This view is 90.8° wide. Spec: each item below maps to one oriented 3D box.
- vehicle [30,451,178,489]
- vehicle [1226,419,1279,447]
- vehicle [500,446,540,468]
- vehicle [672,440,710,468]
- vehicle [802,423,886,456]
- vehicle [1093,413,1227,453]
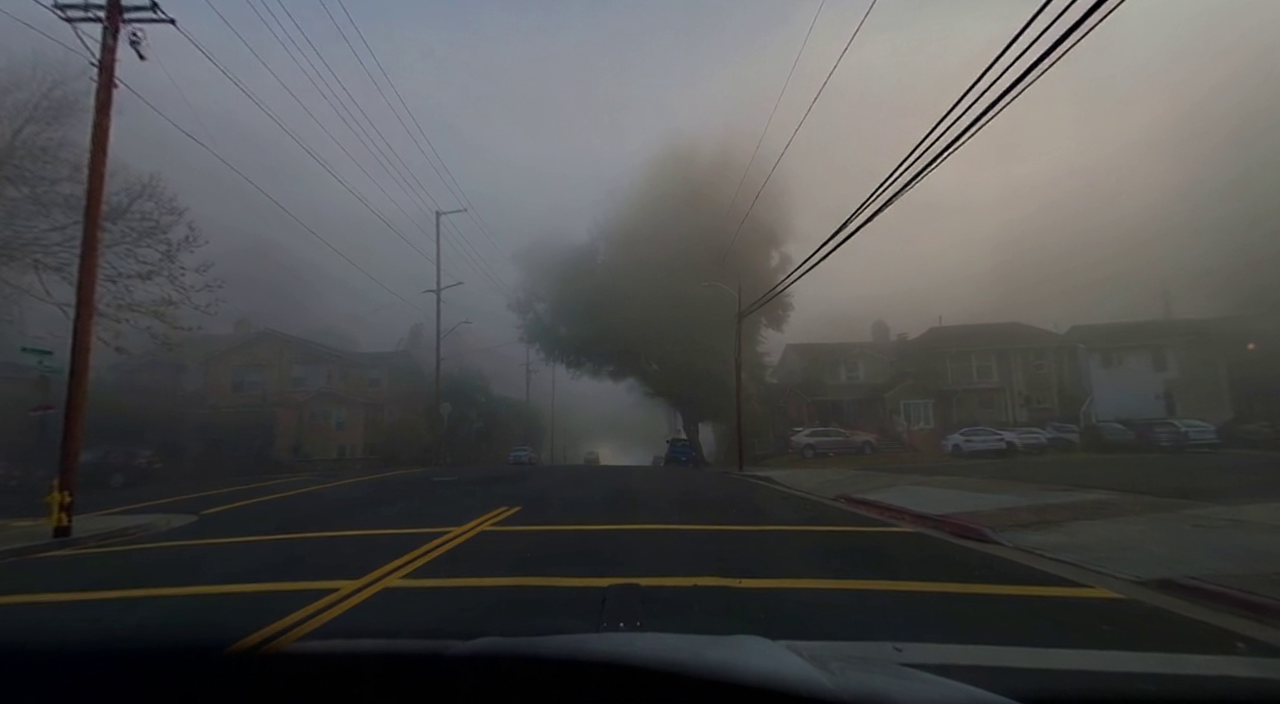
[{"bbox_3d":[-22.298,4.912,26.397,4.424,1.486,1.814,0,-8,-2],"label":"vehicle"},{"bbox_3d":[33.077,4.297,33.357,3.433,1.389,1.683,3,-8,-22],"label":"vehicle"},{"bbox_3d":[-8.542,7.471,45.199,2.066,1.472,4.353,0,-8,-1],"label":"vehicle"},{"bbox_3d":[3.246,6.619,41.161,1.993,1.755,4.256,0,-8,-2],"label":"vehicle"},{"bbox_3d":[11.176,4.792,34.495,4.509,1.664,1.981,6,-10,-35],"label":"vehicle"},{"bbox_3d":[22.388,3.519,27.332,4.002,1.505,2.061,-1,-10,-5],"label":"vehicle"}]
